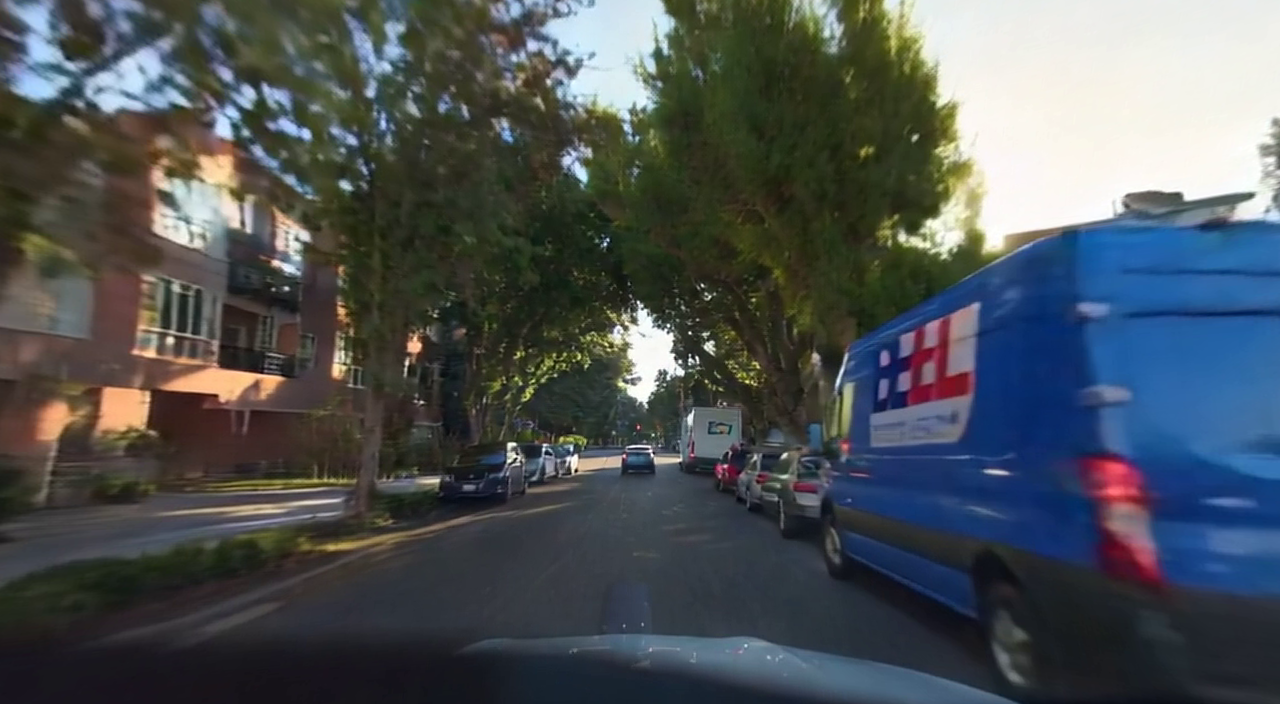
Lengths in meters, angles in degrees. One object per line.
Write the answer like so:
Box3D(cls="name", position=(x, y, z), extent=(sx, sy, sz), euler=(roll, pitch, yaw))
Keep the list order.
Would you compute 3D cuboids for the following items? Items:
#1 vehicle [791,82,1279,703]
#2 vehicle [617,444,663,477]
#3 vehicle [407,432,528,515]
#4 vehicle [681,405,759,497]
Box3D(cls="vehicle", position=(3.070, 0.793, 5.043), extent=(2.245, 2.843, 5.762), euler=(0, -8, 0))
Box3D(cls="vehicle", position=(0.050, 5.296, 30.927), extent=(2.095, 1.510, 3.605), euler=(0, -8, 2))
Box3D(cls="vehicle", position=(-4.262, 3.017, 16.308), extent=(1.951, 1.662, 4.046), euler=(0, -4, 1))
Box3D(cls="vehicle", position=(2.998, 3.710, 25.219), extent=(2.489, 3.082, 6.627), euler=(0, -4, 2))
